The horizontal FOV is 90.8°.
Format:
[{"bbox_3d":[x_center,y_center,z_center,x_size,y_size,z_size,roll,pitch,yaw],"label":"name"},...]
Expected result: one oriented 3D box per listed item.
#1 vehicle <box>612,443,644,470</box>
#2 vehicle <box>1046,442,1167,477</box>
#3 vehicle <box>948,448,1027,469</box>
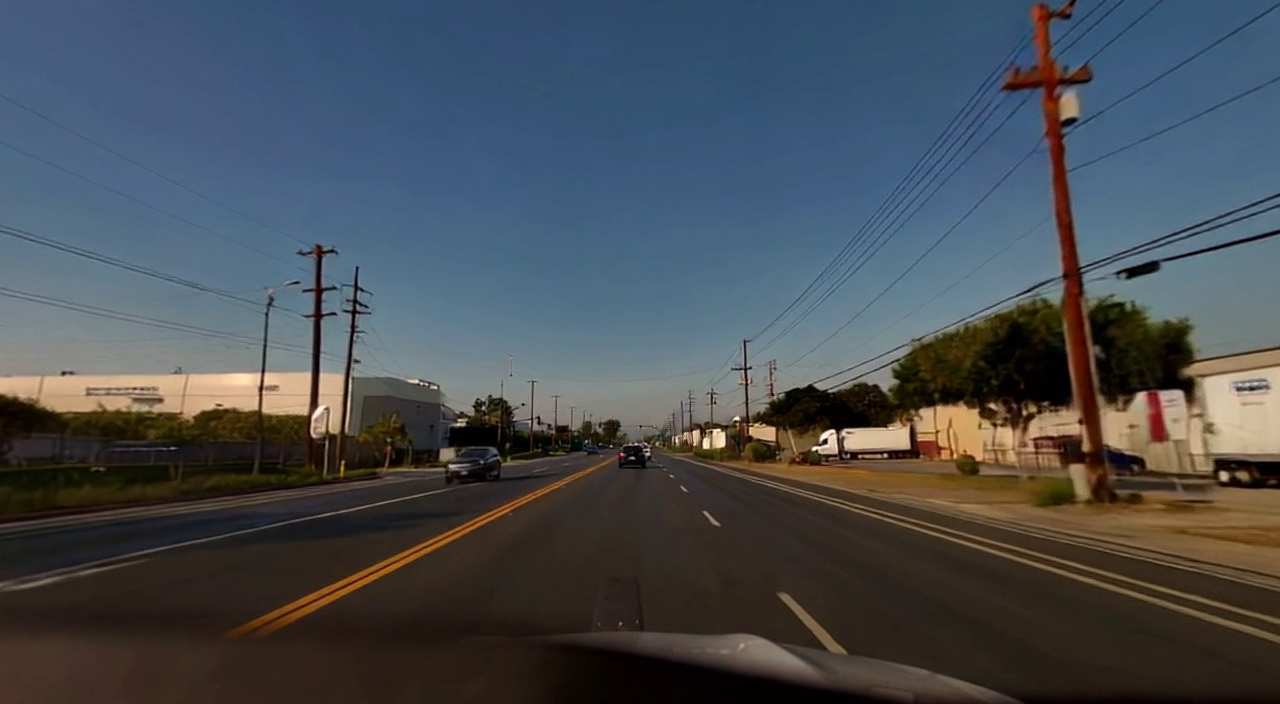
[{"bbox_3d":[-0.760,6.598,40.172,1.937,1.588,3.746,0,-8,0],"label":"vehicle"},{"bbox_3d":[24.846,5.716,33.765,4.805,1.781,1.974,0,-8,0],"label":"vehicle"},{"bbox_3d":[25.771,7.888,46.977,4.625,1.484,1.997,0,-8,0],"label":"vehicle"}]
